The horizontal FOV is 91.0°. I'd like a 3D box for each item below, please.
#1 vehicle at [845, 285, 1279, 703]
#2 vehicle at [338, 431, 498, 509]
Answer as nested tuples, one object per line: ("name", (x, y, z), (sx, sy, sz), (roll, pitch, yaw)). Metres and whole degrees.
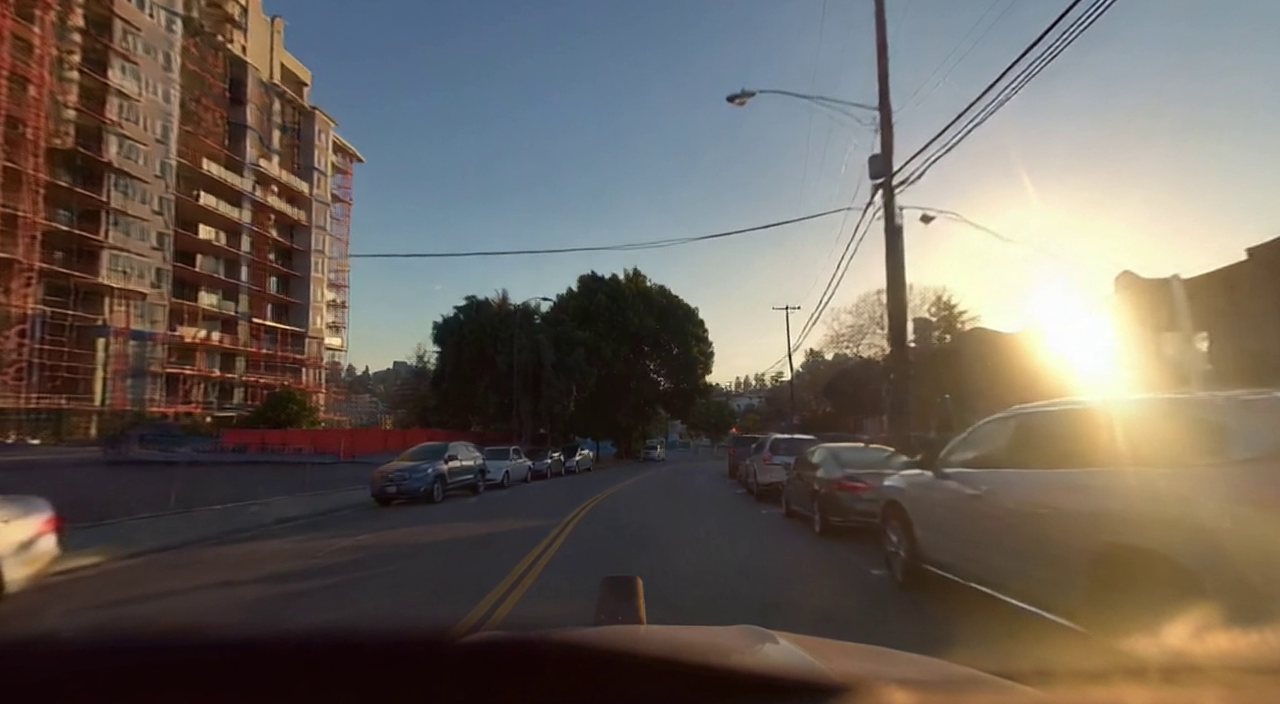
("vehicle", (3.145, 0.995, 3.990), (2.000, 1.871, 4.797), (0, -9, -1))
("vehicle", (-6.043, 3.293, 18.160), (2.194, 1.861, 5.725), (-1, -9, 4))
